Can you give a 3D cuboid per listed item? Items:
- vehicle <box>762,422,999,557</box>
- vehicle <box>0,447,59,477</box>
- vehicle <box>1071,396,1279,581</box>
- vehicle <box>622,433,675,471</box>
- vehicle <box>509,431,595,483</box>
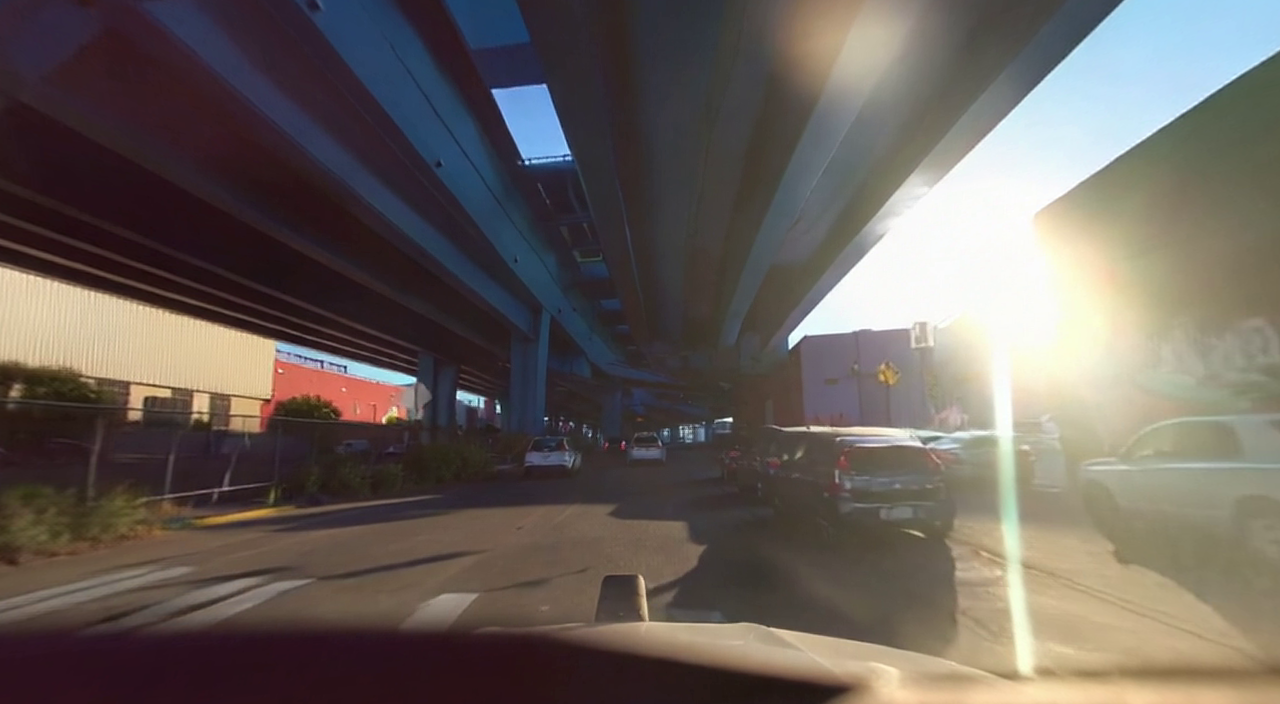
[{"bbox_3d":[3.245,1.897,9.550,1.983,1.589,4.010,0,-8,0],"label":"vehicle"},{"bbox_3d":[-33.688,5.809,33.355,4.152,1.520,1.914,9,-12,-39],"label":"vehicle"},{"bbox_3d":[7.616,1.532,7.385,2.275,1.834,4.294,1,-7,3],"label":"vehicle"},{"bbox_3d":[0.402,4.403,28.030,2.155,1.571,3.734,0,-8,2],"label":"vehicle"},{"bbox_3d":[-2.762,3.421,20.905,2.024,1.533,4.549,0,-8,2],"label":"vehicle"}]
